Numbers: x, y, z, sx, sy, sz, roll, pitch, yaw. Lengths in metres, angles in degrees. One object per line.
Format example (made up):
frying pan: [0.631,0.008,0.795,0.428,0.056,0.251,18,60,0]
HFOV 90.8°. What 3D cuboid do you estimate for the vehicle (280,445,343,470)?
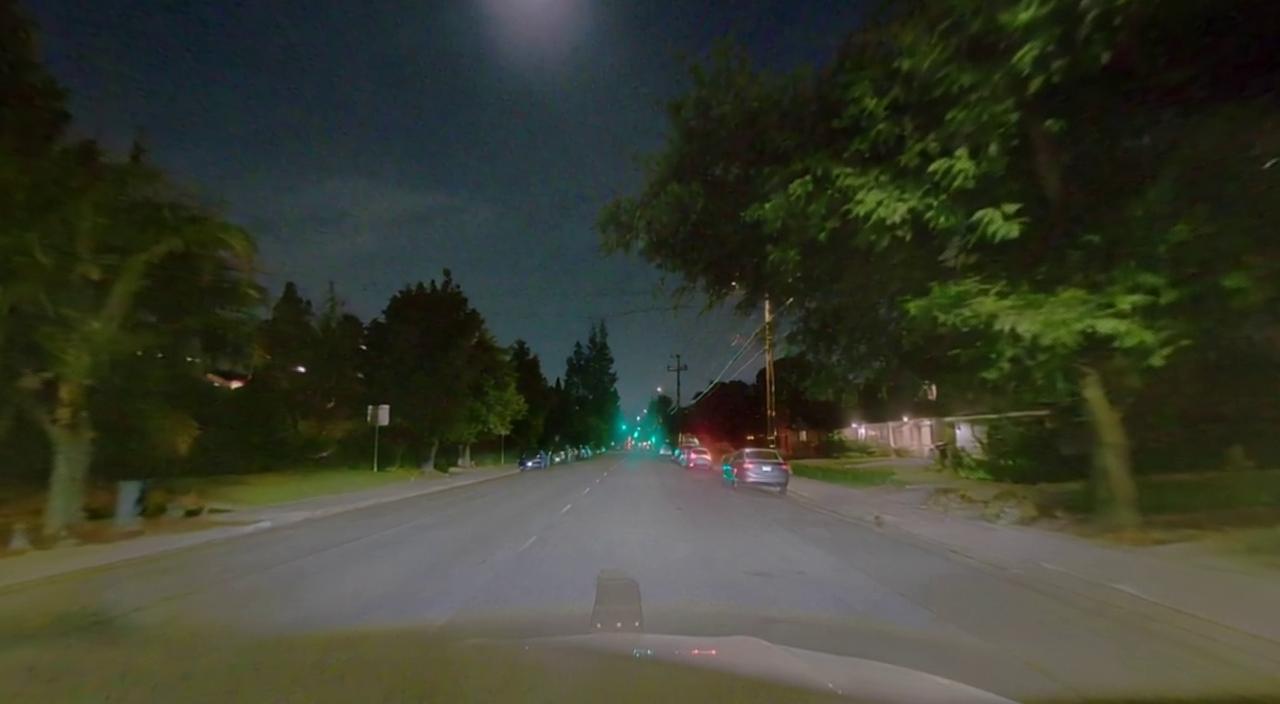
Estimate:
vehicle: [-20.377,6.544,39.375,1.791,1.500,3.846,0,-9,1]

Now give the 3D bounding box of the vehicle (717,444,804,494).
vehicle: [3.719,3.682,20.239,1.782,1.439,4.037,0,-9,-3]

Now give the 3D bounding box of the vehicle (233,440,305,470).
vehicle: [-23.243,6.481,39.783,1.879,1.761,4.199,0,-9,1]

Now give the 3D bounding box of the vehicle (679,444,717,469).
vehicle: [3.511,6.432,38.890,1.763,1.432,4.323,0,-9,-2]

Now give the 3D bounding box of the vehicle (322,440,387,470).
vehicle: [-17.987,6.514,40.049,1.925,1.750,4.489,0,-9,1]

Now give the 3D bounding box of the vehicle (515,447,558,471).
vehicle: [-6.616,6.886,40.801,2.031,1.454,4.410,0,-9,-1]

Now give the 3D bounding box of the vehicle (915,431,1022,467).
vehicle: [16.718,4.972,32.321,4.355,1.674,1.914,-1,-9,1]
